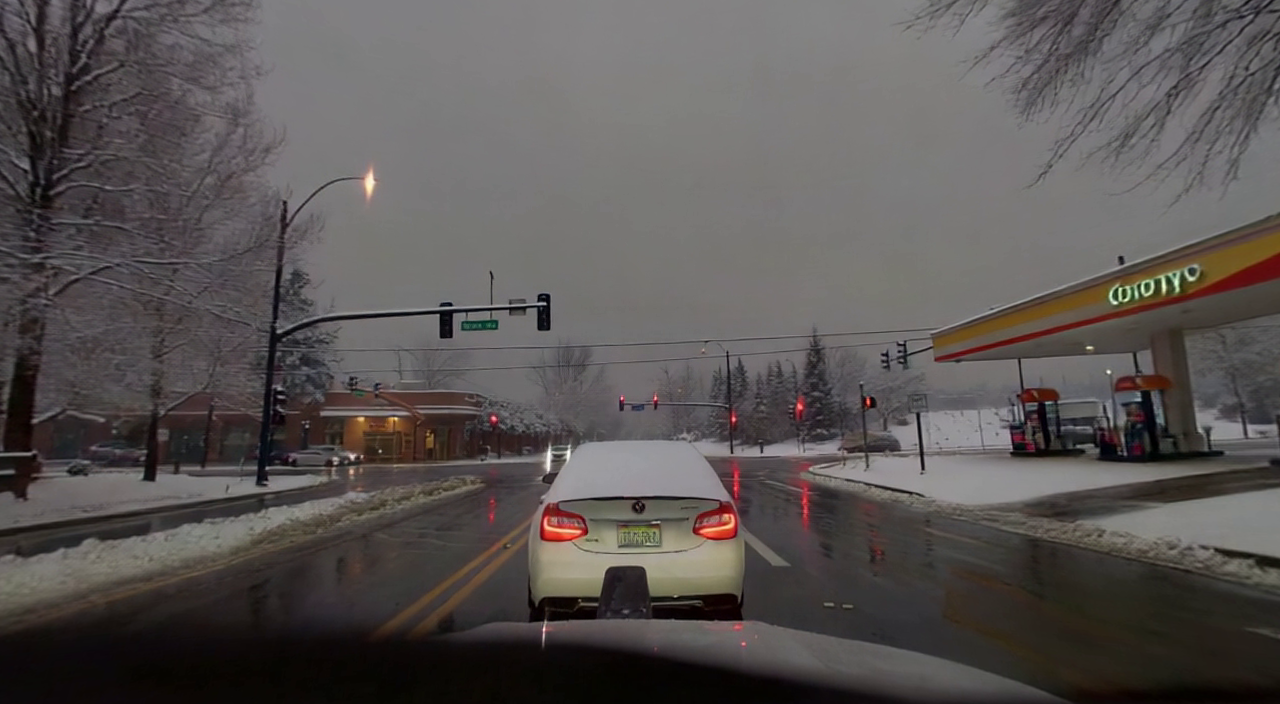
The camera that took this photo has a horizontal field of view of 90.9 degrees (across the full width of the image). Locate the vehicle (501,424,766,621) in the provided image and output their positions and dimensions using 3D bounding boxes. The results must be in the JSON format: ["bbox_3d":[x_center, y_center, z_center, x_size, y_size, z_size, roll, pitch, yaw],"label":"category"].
[{"bbox_3d":[-0.047,1.604,6.905,2.010,1.482,4.057,0,-8,0],"label":"vehicle"}]

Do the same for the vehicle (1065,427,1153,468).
[{"bbox_3d":[18.592,3.762,24.919,4.091,1.495,2.053,8,-12,-44],"label":"vehicle"}]
